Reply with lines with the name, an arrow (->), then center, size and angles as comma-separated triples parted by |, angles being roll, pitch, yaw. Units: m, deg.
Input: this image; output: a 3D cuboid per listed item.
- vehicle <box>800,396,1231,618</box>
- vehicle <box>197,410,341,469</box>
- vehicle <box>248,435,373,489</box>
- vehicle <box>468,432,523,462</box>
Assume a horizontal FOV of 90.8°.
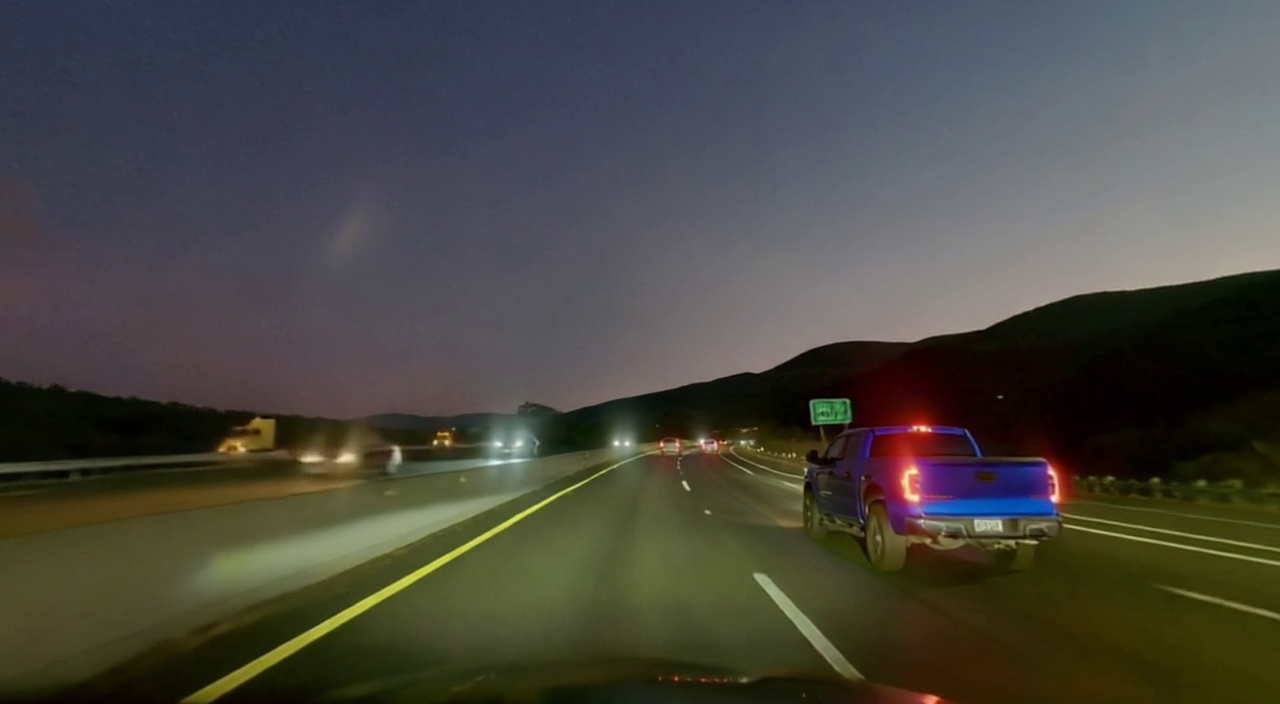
vehicle -> 3.591, 1.580, 7.447 | 2.151, 1.744, 4.709 | 0, -9, 0
vehicle -> -24.130, 6.090, 42.167 | 3.203, 3.011, 10.979 | -4, -11, -1
vehicle -> -11.079, 3.706, 21.639 | 1.970, 1.629, 4.136 | -1, -9, 1
vehicle -> -9.959, 6.638, 44.094 | 2.173, 1.932, 5.712 | -1, -9, 4
